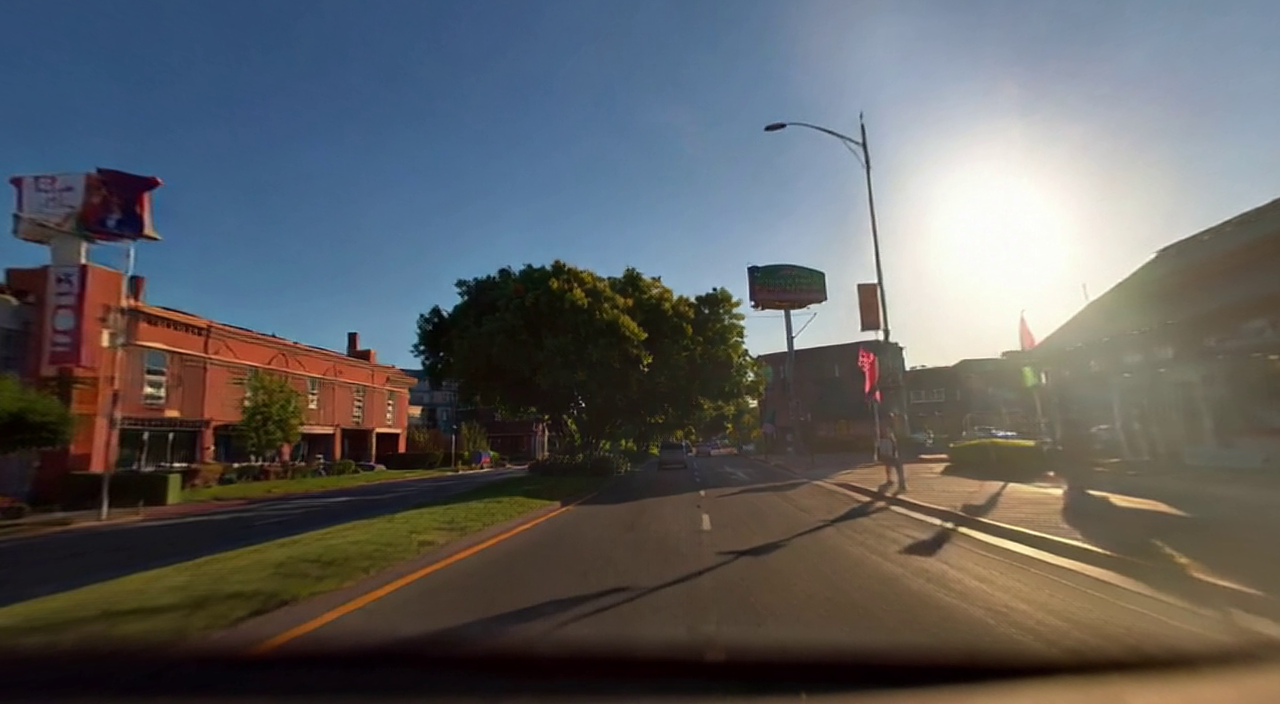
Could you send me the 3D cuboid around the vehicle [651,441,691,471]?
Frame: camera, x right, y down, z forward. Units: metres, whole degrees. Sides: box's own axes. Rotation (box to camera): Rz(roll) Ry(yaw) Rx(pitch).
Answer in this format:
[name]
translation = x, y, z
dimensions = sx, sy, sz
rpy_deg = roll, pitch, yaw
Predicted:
[vehicle]
translation = 2.010, 6.520, 39.707
dimensions = 2.235, 1.719, 4.292
rpy_deg = 0, -9, 6
